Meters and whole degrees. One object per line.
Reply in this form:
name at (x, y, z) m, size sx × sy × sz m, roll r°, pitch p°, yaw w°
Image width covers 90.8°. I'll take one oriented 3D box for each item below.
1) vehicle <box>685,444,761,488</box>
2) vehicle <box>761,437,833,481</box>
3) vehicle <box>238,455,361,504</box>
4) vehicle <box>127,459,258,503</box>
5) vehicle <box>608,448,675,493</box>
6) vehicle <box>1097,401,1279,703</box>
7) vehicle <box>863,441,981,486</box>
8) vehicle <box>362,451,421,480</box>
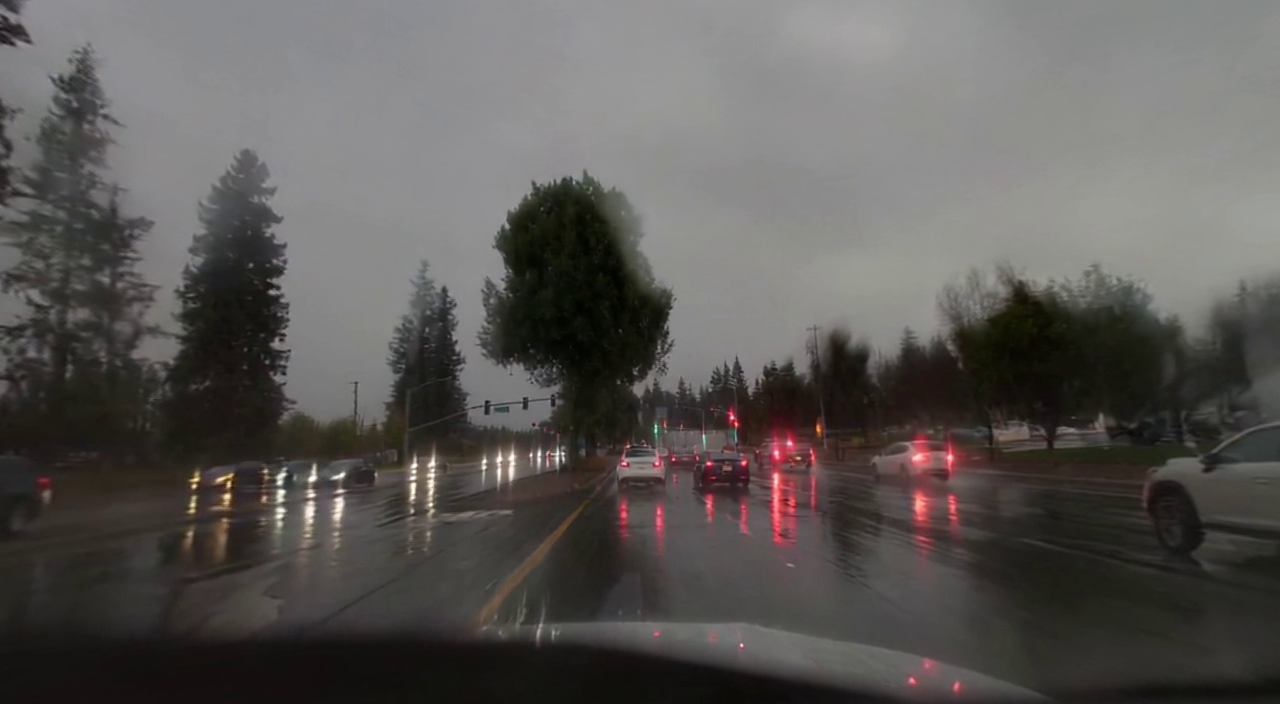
vehicle at (2.938, 4.136, 23.405) m, size 1.970 × 1.445 × 4.974 m, roll 0°, pitch -9°, yaw -2°
vehicle at (6.484, 4.471, 26.533) m, size 1.931 × 1.685 × 4.054 m, roll 0°, pitch -9°, yaw -1°
vehicle at (-12.043, 4.495, 22.728) m, size 1.896 × 1.484 × 4.473 m, roll 0°, pitch -9°, yaw 0°
vehicle at (-19.004, 5.447, 27.190) m, size 1.992 × 1.607 × 4.965 m, roll 0°, pitch -9°, yaw -1°
vehicle at (-0.009, 3.866, 21.008) m, size 1.990 × 1.347 × 4.067 m, roll 0°, pitch -9°, yaw -1°
vehicle at (3.455, 0.725, 1.052) m, size 1.959 × 1.472 × 4.571 m, roll 0°, pitch -9°, yaw 0°
vehicle at (10.194, 4.060, 23.382) m, size 1.890 × 1.488 × 5.113 m, roll 0°, pitch -9°, yaw -2°
vehicle at (-15.783, 7.205, 40.368) m, size 1.935 × 1.736 × 4.531 m, roll 0°, pitch -9°, yaw 0°
